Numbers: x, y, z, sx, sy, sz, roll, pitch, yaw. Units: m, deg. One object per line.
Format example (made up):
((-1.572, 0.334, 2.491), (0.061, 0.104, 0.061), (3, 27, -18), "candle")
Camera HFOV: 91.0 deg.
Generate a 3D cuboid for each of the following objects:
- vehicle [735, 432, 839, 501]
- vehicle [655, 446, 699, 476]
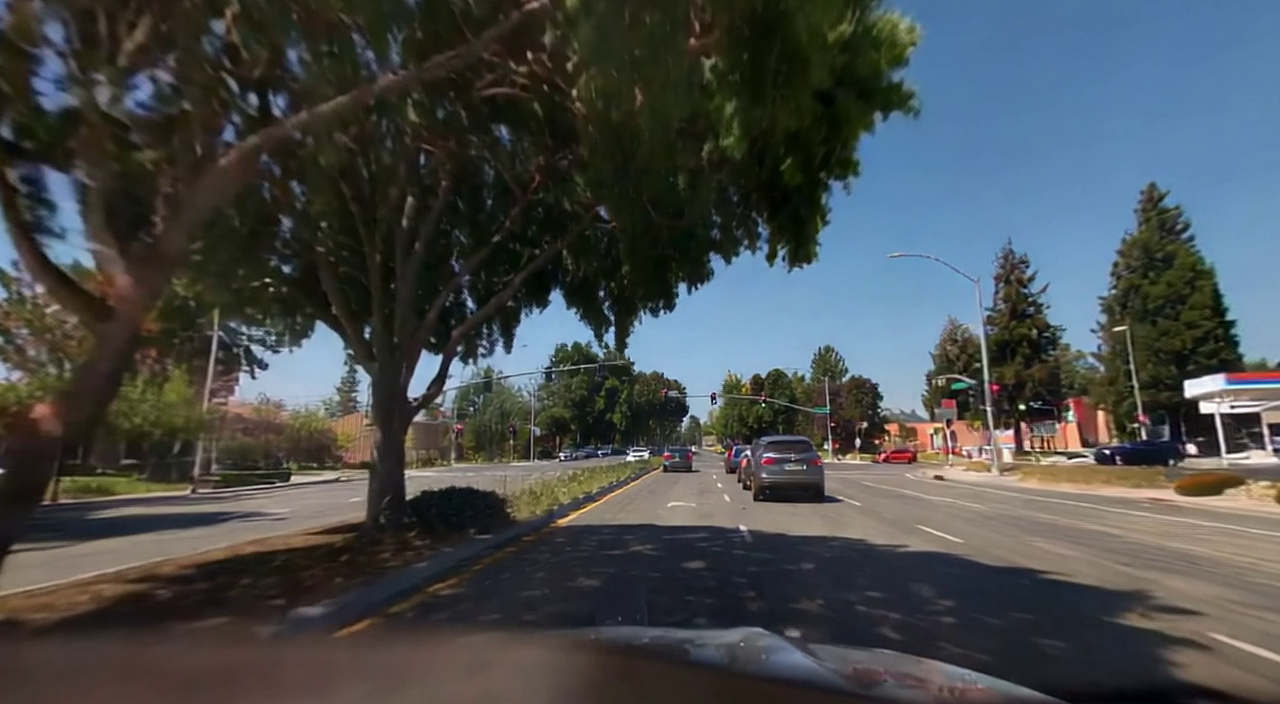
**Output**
((4.061, 3.227, 18.139), (2.213, 1.715, 4.242), (-1, -9, 4), "vehicle")
((2.005, 5.687, 33.213), (2.100, 1.469, 3.872), (-1, -9, 6), "vehicle")
